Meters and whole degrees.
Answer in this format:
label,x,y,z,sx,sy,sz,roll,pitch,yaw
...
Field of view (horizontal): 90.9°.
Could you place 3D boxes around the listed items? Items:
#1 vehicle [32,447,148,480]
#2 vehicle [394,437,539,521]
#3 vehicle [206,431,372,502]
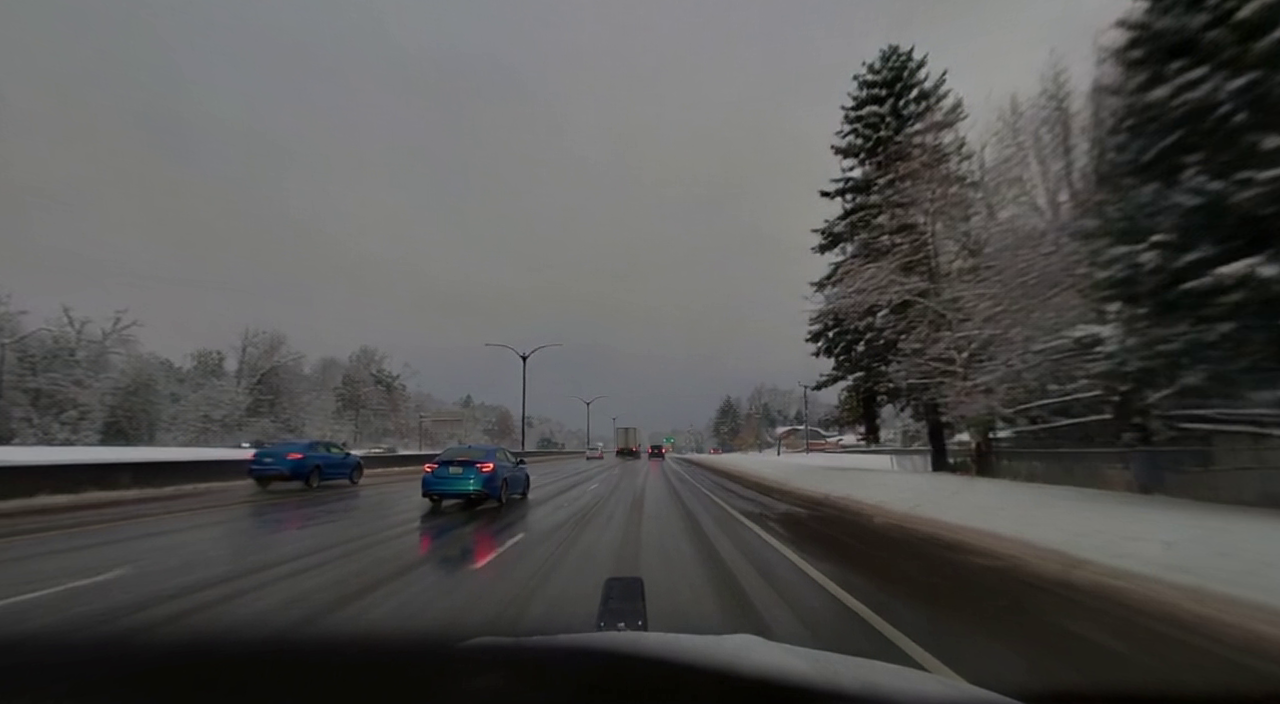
label,x,y,z,sx,sy,sz,roll,pitch,yaw
vehicle,-28.222,5.698,32.571,1.876,1.564,4.457,-1,-8,1
vehicle,-3.498,2.603,13.481,1.953,1.511,3.704,-1,-8,1
vehicle,-10.328,3.388,19.175,2.044,1.810,5.016,-1,-8,2
